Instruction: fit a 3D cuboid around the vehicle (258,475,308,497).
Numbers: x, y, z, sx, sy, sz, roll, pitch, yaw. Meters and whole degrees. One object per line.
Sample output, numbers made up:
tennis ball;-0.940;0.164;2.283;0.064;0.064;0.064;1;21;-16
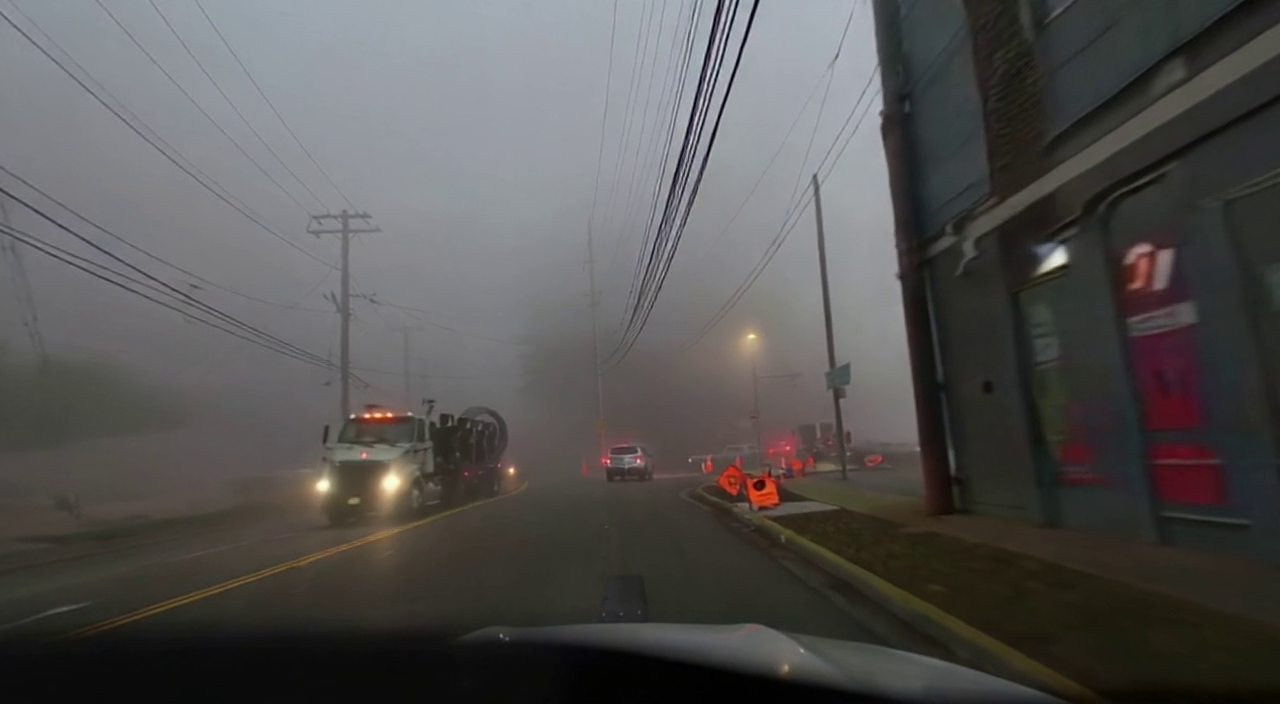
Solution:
vehicle;-26.282;9.868;46.615;1.817;1.456;4.079;0;-11;-9

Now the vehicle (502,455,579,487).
vehicle;-5.340;6.465;34.639;2.103;1.526;4.743;-3;-9;20

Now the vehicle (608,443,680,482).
vehicle;0.313;5.729;33.059;2.256;1.859;5.118;-3;-9;19

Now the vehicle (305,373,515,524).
vehicle;-6.902;3.266;21.570;3.007;3.800;11.011;0;-9;0

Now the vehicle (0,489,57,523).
vehicle;-33.945;8.239;33.562;4.180;1.547;1.913;-4;-8;4

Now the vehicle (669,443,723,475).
vehicle;3.746;6.929;41.272;2.206;1.911;5.548;-3;-9;19
